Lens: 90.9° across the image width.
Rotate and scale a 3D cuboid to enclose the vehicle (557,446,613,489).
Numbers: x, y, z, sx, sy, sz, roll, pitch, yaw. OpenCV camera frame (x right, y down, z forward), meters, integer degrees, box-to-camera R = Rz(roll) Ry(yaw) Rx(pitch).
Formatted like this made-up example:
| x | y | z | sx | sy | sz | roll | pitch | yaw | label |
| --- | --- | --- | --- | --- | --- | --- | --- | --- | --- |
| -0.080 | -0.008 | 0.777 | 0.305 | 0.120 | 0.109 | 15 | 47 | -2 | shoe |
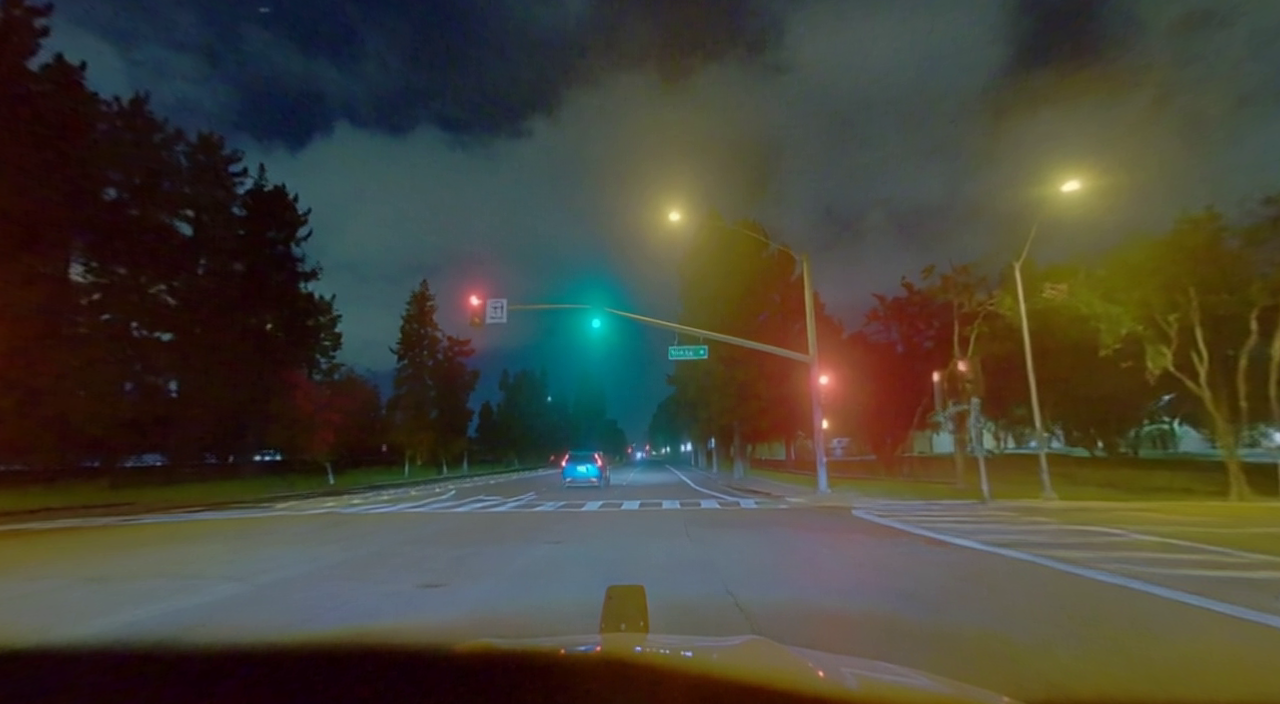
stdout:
| x | y | z | sx | sy | sz | roll | pitch | yaw | label |
| --- | --- | --- | --- | --- | --- | --- | --- | --- | --- |
| -2.454 | 5.273 | 29.170 | 2.123 | 1.799 | 4.425 | 0 | -8 | 1 | vehicle |
